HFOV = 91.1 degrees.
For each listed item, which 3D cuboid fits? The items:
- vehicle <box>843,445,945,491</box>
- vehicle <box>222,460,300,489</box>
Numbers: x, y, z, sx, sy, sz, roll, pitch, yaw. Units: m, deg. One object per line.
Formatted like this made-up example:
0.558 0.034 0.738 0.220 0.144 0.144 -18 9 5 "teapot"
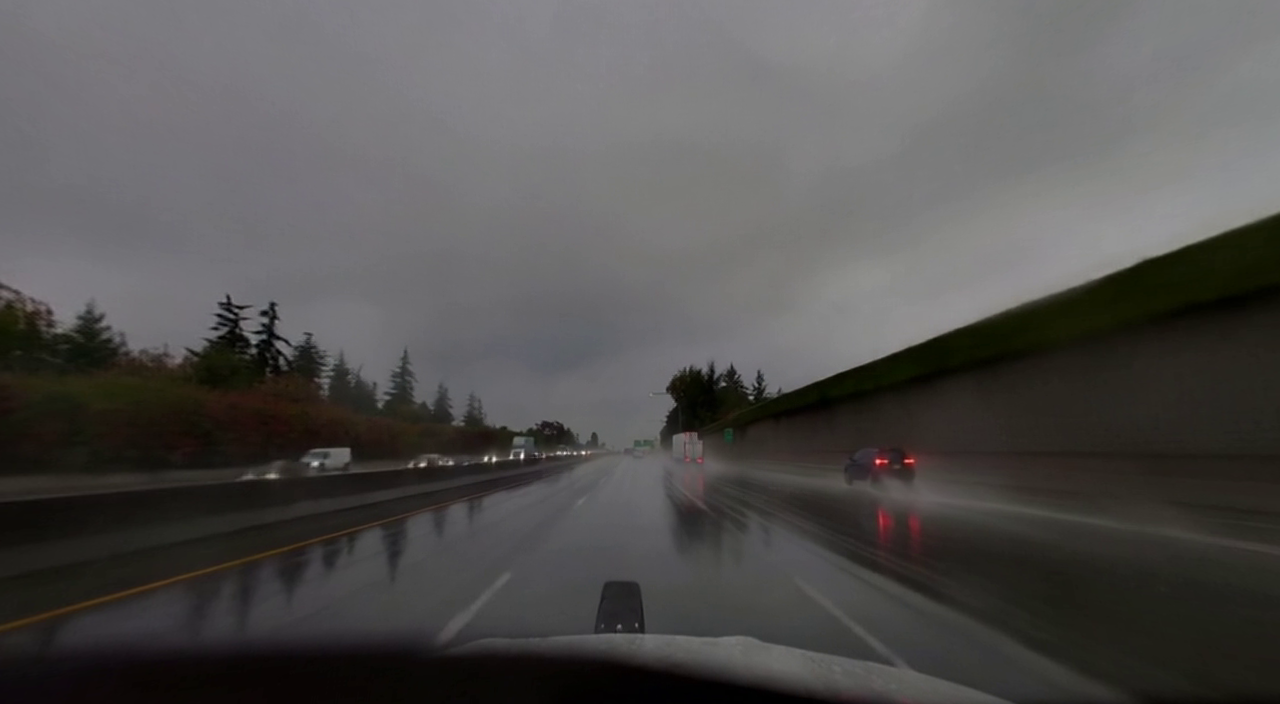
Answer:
9.792 4.487 24.730 1.950 1.632 4.845 0 -9 0 "vehicle"
-21.796 7.016 36.379 1.843 1.460 4.668 0 -9 -3 "vehicle"
